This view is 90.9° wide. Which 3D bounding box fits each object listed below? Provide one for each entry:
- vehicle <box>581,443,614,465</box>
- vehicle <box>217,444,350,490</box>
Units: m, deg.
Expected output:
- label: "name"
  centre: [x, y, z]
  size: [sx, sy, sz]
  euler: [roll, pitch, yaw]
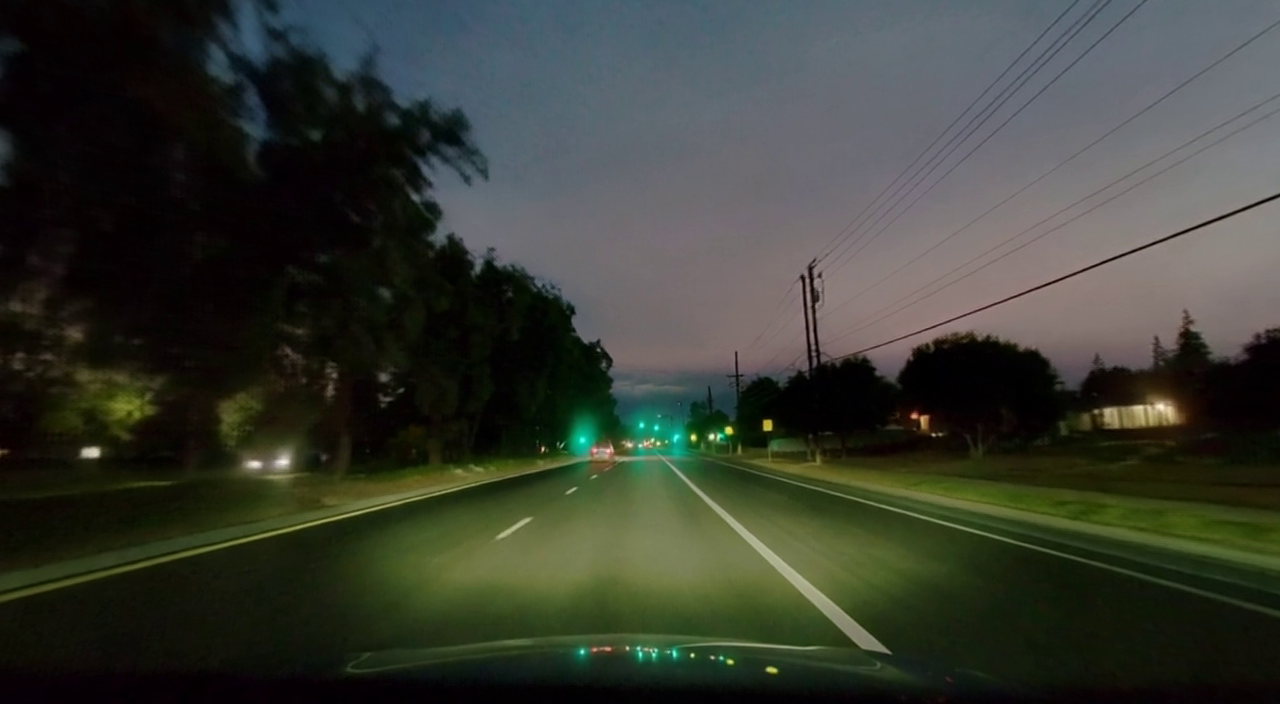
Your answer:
- label: "vehicle"
  centre: [-2.972, 7.257, 45.036]
  size: [2.007, 1.514, 4.049]
  euler: [0, -9, 1]
- label: "vehicle"
  centre: [-12.657, 4.082, 22.824]
  size: [2.032, 1.470, 4.665]
  euler: [0, -9, 1]
